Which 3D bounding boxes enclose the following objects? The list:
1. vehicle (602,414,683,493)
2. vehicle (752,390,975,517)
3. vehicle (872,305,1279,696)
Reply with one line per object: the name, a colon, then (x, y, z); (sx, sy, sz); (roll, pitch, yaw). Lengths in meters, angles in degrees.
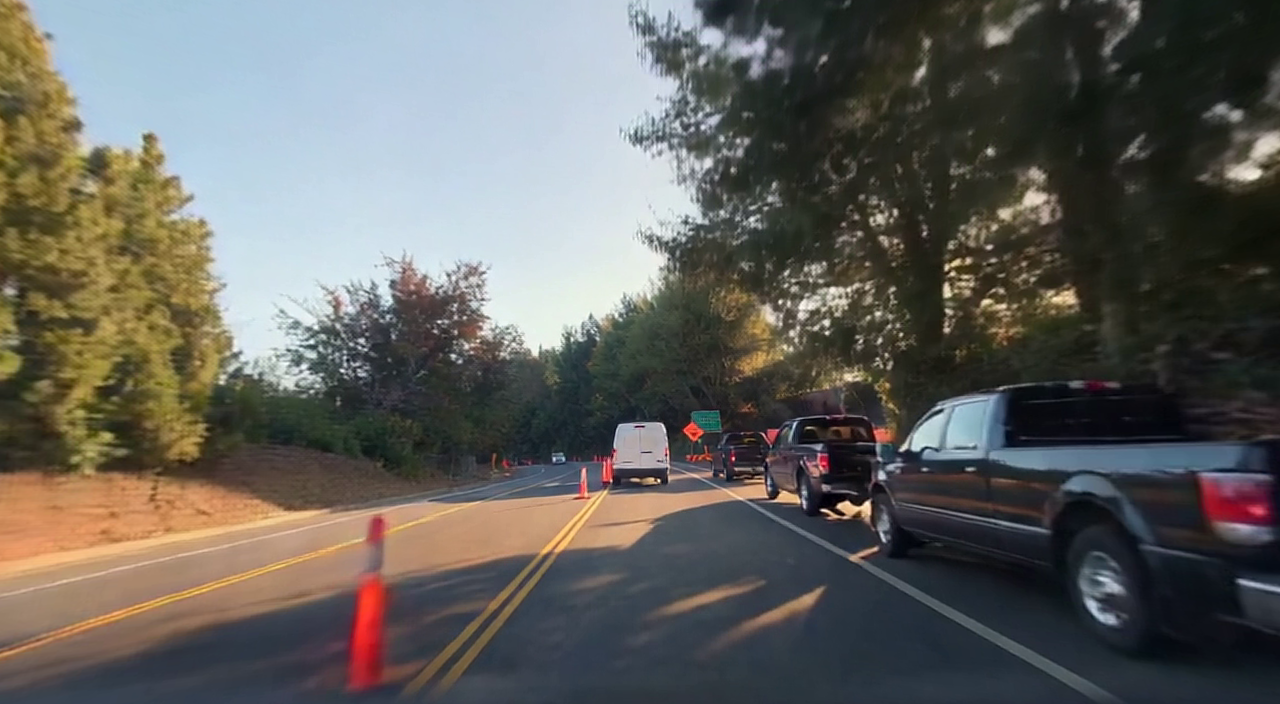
vehicle: (0.076, 3.316, 20.853); (2.362, 2.247, 4.892); (0, -8, 0)
vehicle: (4.415, 2.231, 14.207); (2.613, 2.153, 6.713); (0, -8, 0)
vehicle: (4.376, 1.144, 5.790); (2.202, 1.980, 5.978); (0, -8, 0)
